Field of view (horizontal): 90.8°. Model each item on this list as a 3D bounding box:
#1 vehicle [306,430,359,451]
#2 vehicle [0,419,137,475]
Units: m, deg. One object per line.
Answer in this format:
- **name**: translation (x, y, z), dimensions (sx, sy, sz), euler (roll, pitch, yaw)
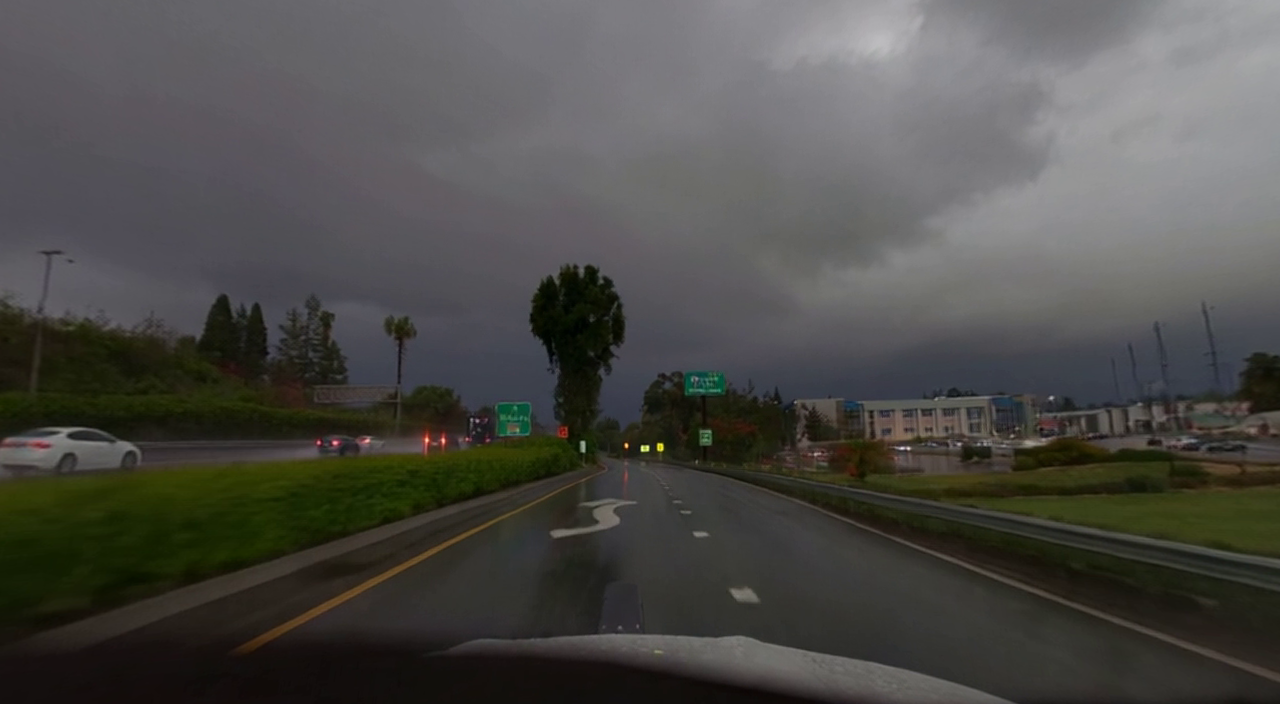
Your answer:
- **vehicle**: translation (-23.368, 6.750, 48.228), dimensions (1.933, 1.496, 4.516), euler (0, -9, -2)
- **vehicle**: translation (-17.717, 2.822, 18.722), dimensions (1.931, 1.451, 4.683), euler (0, -9, -3)
